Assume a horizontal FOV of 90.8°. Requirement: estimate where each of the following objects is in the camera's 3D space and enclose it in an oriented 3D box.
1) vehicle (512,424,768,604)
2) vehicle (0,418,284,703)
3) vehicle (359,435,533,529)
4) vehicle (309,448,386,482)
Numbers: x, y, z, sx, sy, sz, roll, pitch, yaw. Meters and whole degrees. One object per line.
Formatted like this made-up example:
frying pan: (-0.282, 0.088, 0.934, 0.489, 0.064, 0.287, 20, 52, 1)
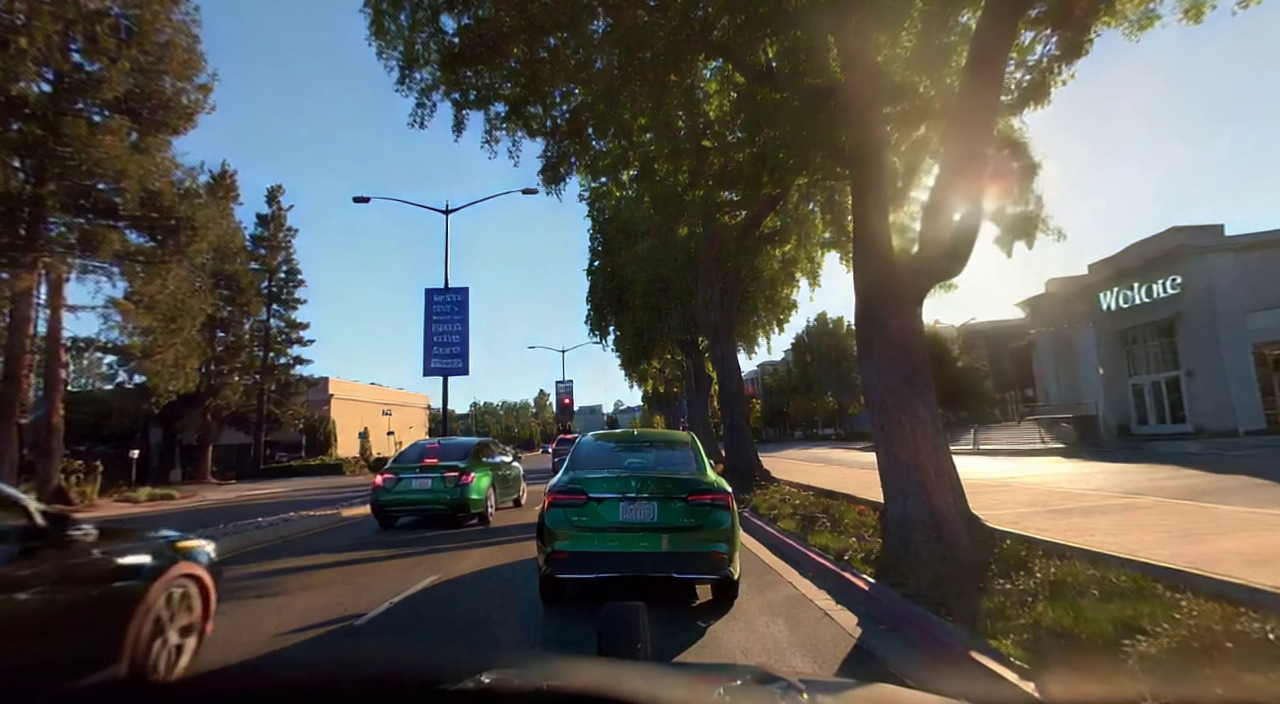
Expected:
vehicle: (-0.054, 1.640, 7.304, 2.126, 1.475, 3.967, 0, -8, -2)
vehicle: (-3.330, 0.901, 1.864, 1.952, 1.431, 4.383, 0, -8, 1)
vehicle: (-3.484, 2.413, 12.392, 1.961, 1.487, 4.453, 0, -8, 1)
vehicle: (-16.324, 6.310, 35.555, 2.221, 1.732, 4.426, 0, -8, -1)
